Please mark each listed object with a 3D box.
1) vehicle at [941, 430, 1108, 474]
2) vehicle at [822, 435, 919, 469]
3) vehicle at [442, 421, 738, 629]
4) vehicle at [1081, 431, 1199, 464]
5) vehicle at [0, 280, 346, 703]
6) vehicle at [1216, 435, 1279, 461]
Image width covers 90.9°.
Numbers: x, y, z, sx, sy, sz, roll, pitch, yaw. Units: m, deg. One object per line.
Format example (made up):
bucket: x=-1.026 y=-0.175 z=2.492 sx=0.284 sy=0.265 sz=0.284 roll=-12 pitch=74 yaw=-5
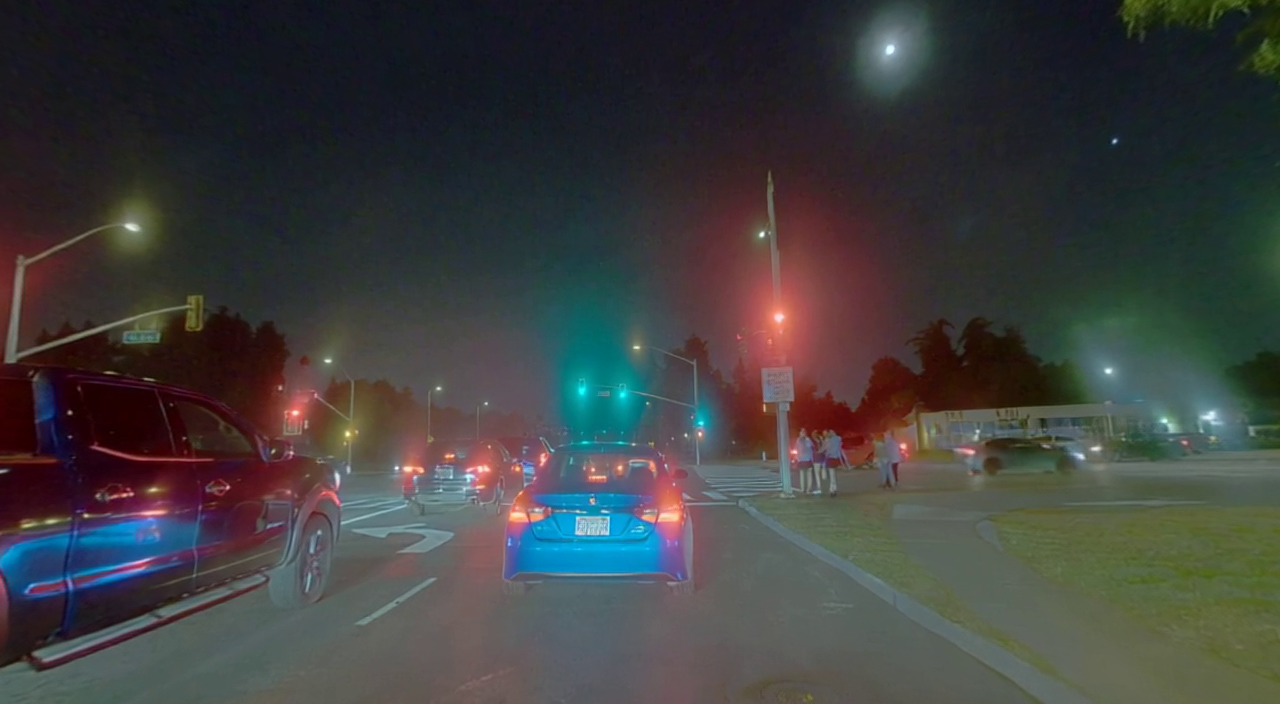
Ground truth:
vehicle: x=15.158 y=3.993 z=25.192 sx=5.192 sy=1.620 sz=2.072 roll=-2 pitch=-9 yaw=13
vehicle: x=12.229 y=5.328 z=33.638 sx=4.394 sy=1.724 sz=1.886 roll=0 pitch=-9 yaw=1
vehicle: x=-0.357 y=1.598 z=6.873 sx=2.144 sy=1.497 sz=4.446 roll=0 pitch=-9 yaw=0
vehicle: x=29.051 y=5.560 z=36.725 sx=4.967 sy=1.794 sz=2.044 roll=-1 pitch=-9 yaw=2
vehicle: x=-3.684 y=0.745 z=2.842 sx=2.202 sy=1.961 sz=4.980 roll=0 pitch=-9 yaw=1
vehicle: x=36.364 y=5.509 z=36.153 sx=4.643 sy=1.464 sz=1.840 roll=-1 pitch=-9 yaw=3
